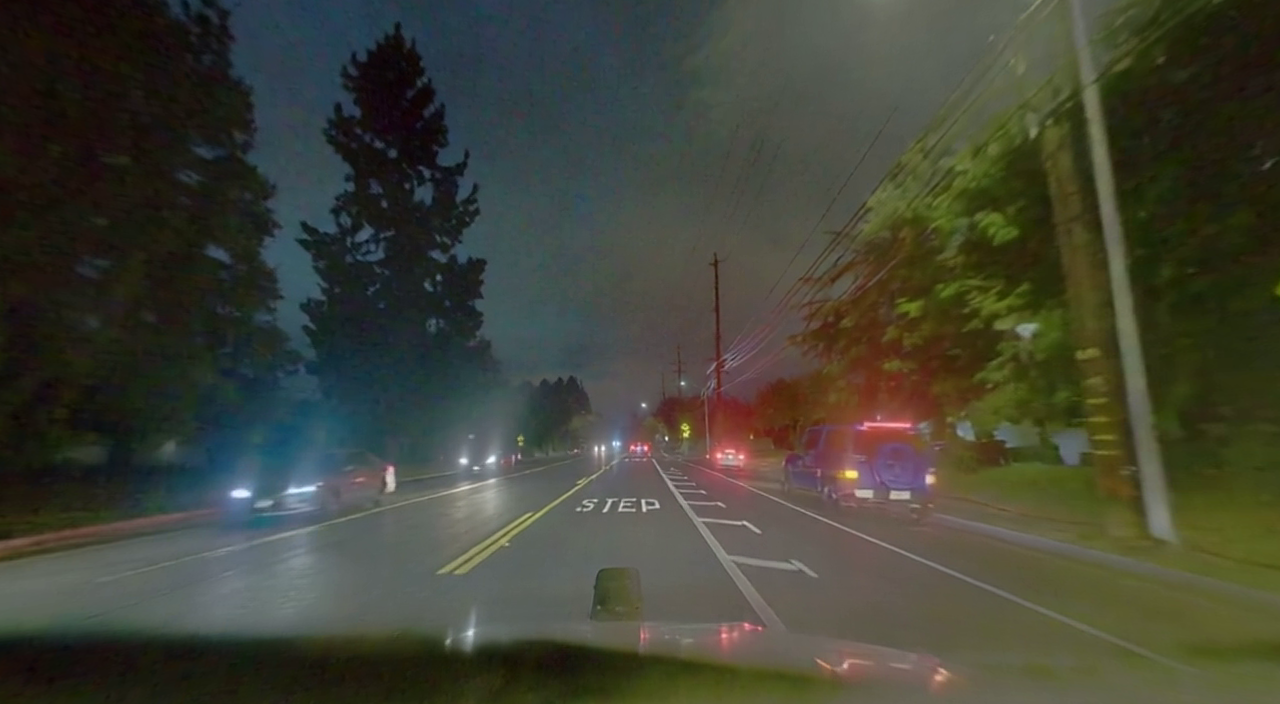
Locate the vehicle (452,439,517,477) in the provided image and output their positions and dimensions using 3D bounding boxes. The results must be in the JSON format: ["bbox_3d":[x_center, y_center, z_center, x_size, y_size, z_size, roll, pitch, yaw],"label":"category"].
[{"bbox_3d":[-7.428,5.106,30.635,1.989,1.706,4.495,0,-8,1],"label":"vehicle"}]

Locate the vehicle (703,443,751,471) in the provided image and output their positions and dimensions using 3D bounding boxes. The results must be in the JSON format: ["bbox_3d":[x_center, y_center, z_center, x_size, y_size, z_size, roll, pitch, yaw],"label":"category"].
[{"bbox_3d":[4.759,5.805,35.187,1.987,1.479,4.562,0,-8,0],"label":"vehicle"}]

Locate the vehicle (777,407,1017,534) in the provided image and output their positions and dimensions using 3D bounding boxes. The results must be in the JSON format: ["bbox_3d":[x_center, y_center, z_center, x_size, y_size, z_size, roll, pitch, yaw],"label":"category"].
[{"bbox_3d":[4.710,2.331,13.135,2.335,1.972,6.368,0,-8,0],"label":"vehicle"}]

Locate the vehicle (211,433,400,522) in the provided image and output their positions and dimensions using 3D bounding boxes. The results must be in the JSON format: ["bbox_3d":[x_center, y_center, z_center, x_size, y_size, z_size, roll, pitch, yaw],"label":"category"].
[{"bbox_3d":[-7.382,2.783,14.576,1.979,1.711,4.331,0,-8,0],"label":"vehicle"}]
